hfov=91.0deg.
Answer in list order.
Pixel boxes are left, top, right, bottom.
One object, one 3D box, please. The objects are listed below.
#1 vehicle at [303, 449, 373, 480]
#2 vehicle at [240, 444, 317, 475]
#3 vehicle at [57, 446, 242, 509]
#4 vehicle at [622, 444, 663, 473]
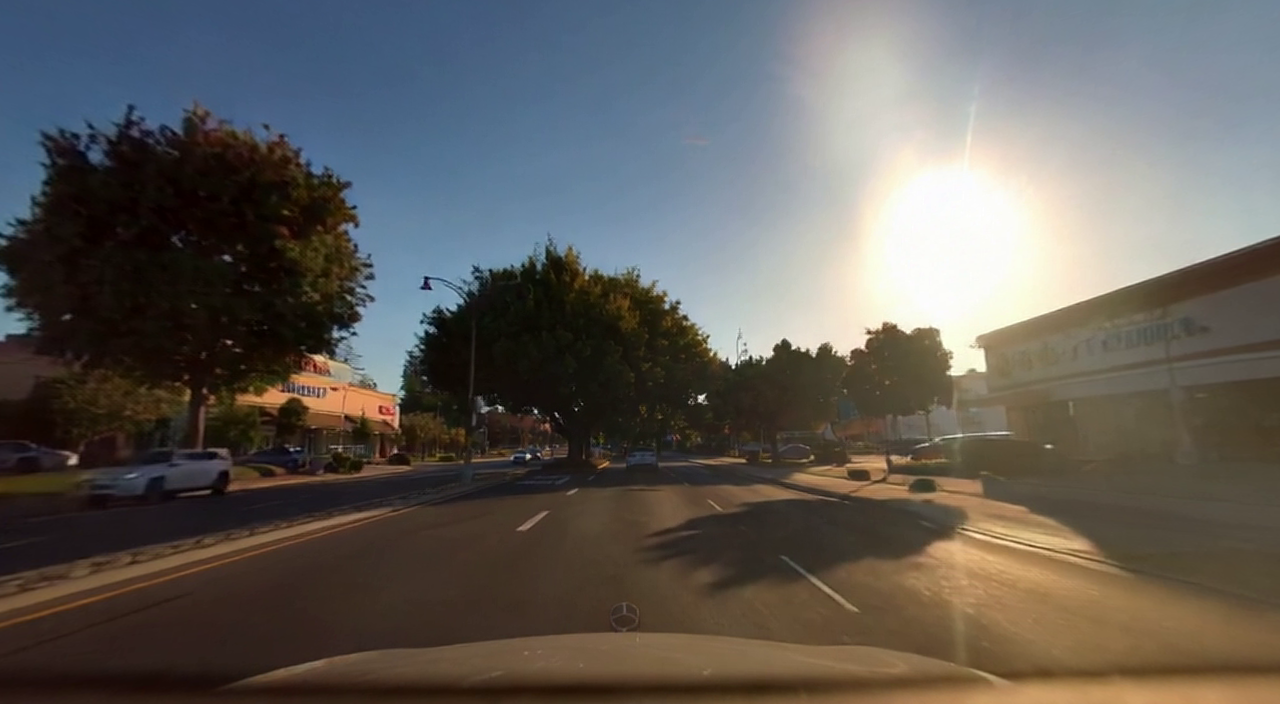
[{"bbox_3d":[-19.528,7.275,40.955,2.072,1.804,5.136,-1,-9,-1],"label":"vehicle"},{"bbox_3d":[-24.233,7.196,42.465,2.146,1.939,5.462,1,-9,-3],"label":"vehicle"},{"bbox_3d":[-15.830,4.023,20.792,2.149,1.795,4.980,0,-9,-1],"label":"vehicle"},{"bbox_3d":[0.089,5.688,33.778,1.998,1.452,3.773,0,-9,-2],"label":"vehicle"}]
